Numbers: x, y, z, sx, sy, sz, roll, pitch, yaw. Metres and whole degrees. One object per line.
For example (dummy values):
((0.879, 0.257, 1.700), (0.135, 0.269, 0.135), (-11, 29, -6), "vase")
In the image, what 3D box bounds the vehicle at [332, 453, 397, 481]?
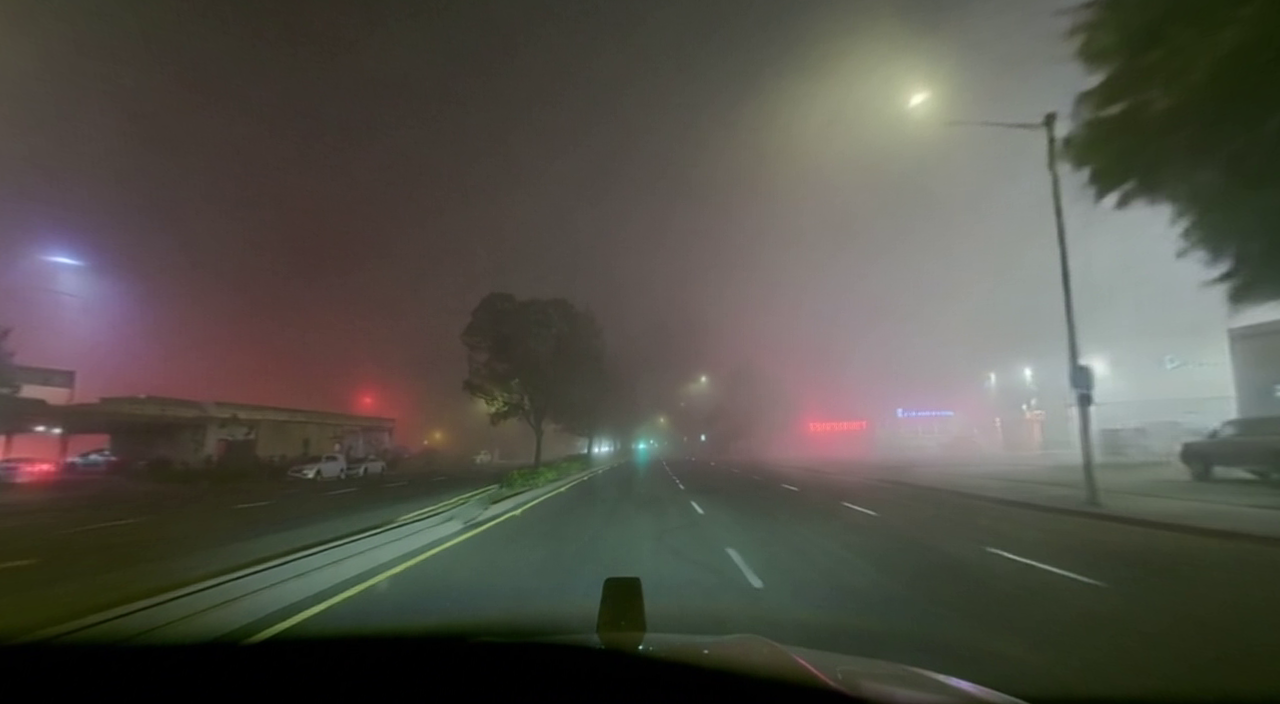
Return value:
((-18.770, 7.808, 43.009), (1.959, 1.535, 5.081), (0, -7, 3), "vehicle")

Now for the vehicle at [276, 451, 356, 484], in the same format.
((-19.079, 6.808, 37.275), (2.029, 1.785, 4.694), (0, -8, 3), "vehicle")

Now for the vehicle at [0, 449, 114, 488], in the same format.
((-27.158, 5.219, 28.358), (4.724, 1.634, 2.314), (0, -8, 1), "vehicle")

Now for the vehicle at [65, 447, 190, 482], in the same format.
((-27.000, 5.924, 33.227), (4.472, 1.717, 2.392), (0, -8, -2), "vehicle")
